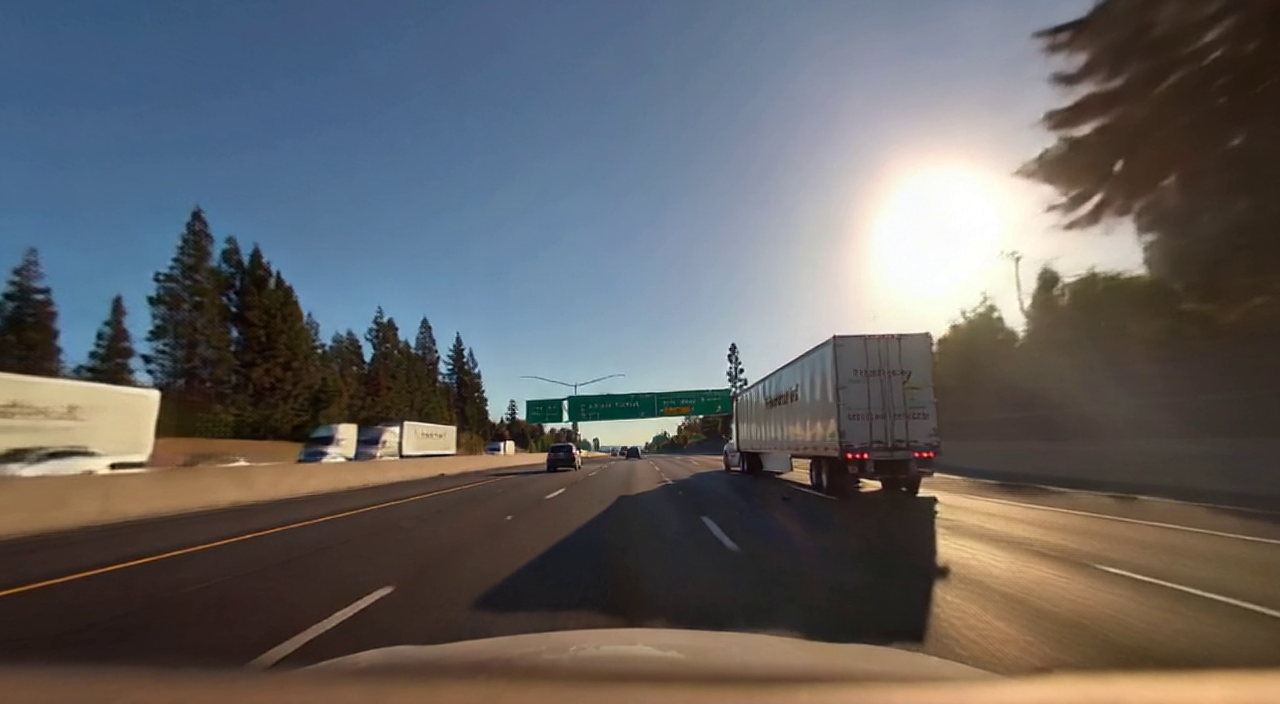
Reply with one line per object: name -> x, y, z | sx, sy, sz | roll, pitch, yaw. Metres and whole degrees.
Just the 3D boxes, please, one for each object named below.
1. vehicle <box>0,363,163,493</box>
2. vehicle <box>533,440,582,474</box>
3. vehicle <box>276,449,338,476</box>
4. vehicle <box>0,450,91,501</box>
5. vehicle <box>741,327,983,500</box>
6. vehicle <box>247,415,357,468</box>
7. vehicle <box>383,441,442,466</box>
vehicle -> -21.259, 2.124, 17.903 | 2.891, 3.973, 16.377 | -1, -9, 0
vehicle -> -4.316, 5.540, 33.608 | 2.027, 1.651, 4.099 | -1, -9, 0
vehicle -> -17.908, 5.948, 34.103 | 1.474, 1.345, 3.253 | -1, -9, 1
vehicle -> -17.816, 3.483, 17.954 | 1.449, 1.325, 3.238 | -1, -9, 0
vehicle -> 6.609, 2.648, 23.209 | 2.919, 4.195, 15.833 | 0, -9, -1
vehicle -> -25.212, 6.854, 47.941 | 3.102, 3.541, 9.922 | 0, -9, -2
vehicle -> -17.660, 7.896, 49.367 | 2.410, 1.798, 6.090 | -1, -9, 0
